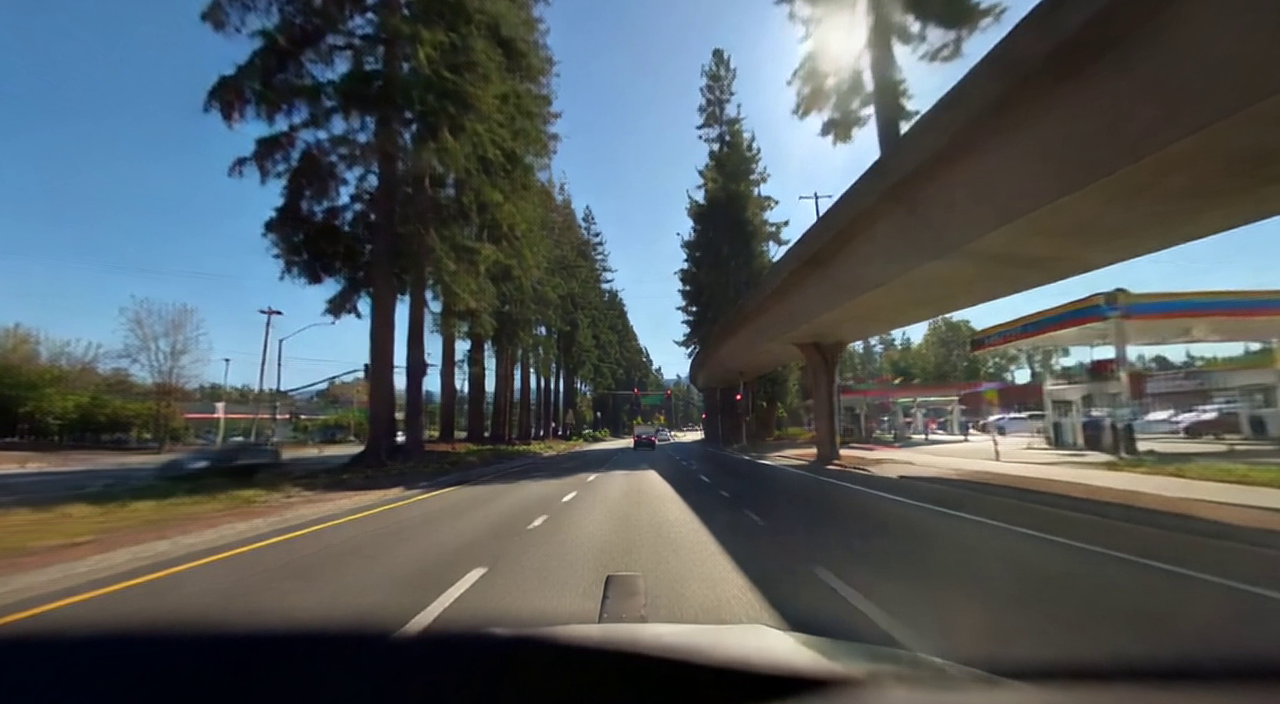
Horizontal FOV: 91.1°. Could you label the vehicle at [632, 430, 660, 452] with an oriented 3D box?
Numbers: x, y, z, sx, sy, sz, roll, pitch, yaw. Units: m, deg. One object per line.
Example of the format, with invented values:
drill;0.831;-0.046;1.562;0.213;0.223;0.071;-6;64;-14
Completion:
vehicle;0.431;6.987;49.405;2.074;1.631;3.793;0;-8;0
